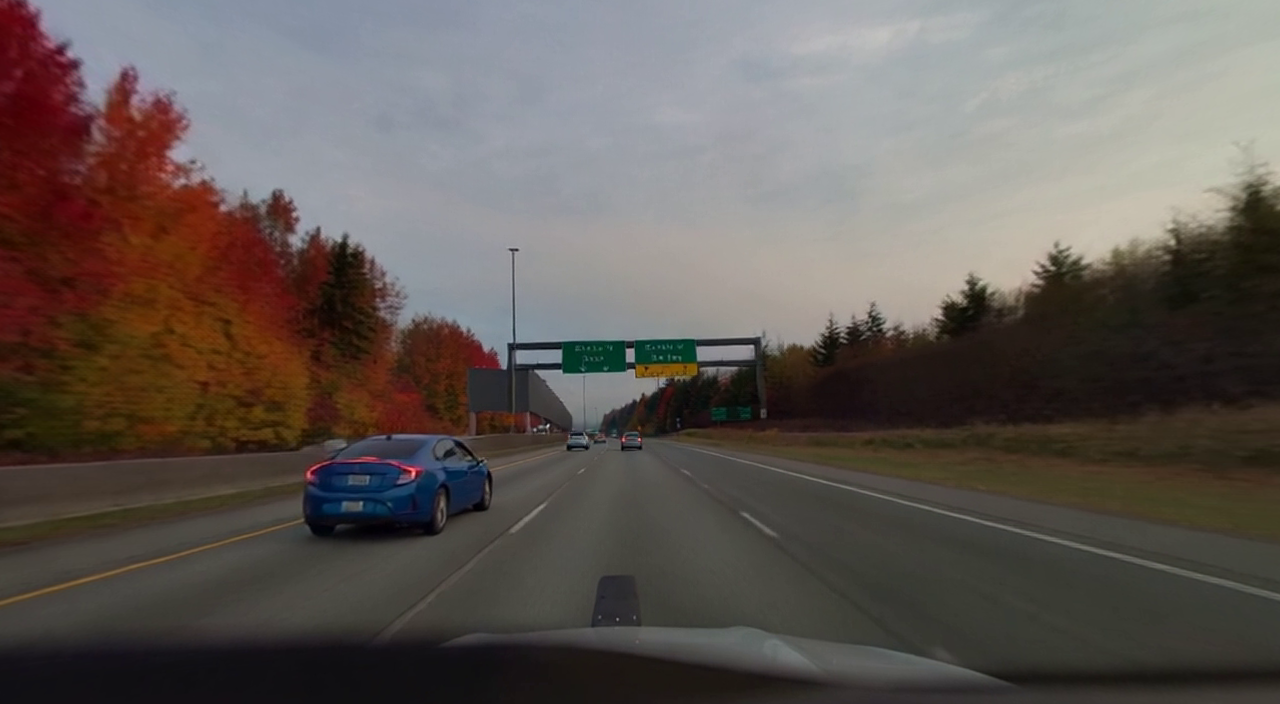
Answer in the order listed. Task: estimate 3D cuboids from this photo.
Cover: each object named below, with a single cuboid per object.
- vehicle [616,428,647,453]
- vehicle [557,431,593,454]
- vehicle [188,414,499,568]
[{"bbox_3d":[-0.576,6.155,43.659,2.054,1.609,3.859,0,-8,-1],"label":"vehicle"},{"bbox_3d":[-4.439,6.273,43.636,2.071,1.524,4.398,0,-8,-1],"label":"vehicle"},{"bbox_3d":[-3.438,1.682,8.544,1.989,1.497,4.645,0,-8,0],"label":"vehicle"}]
